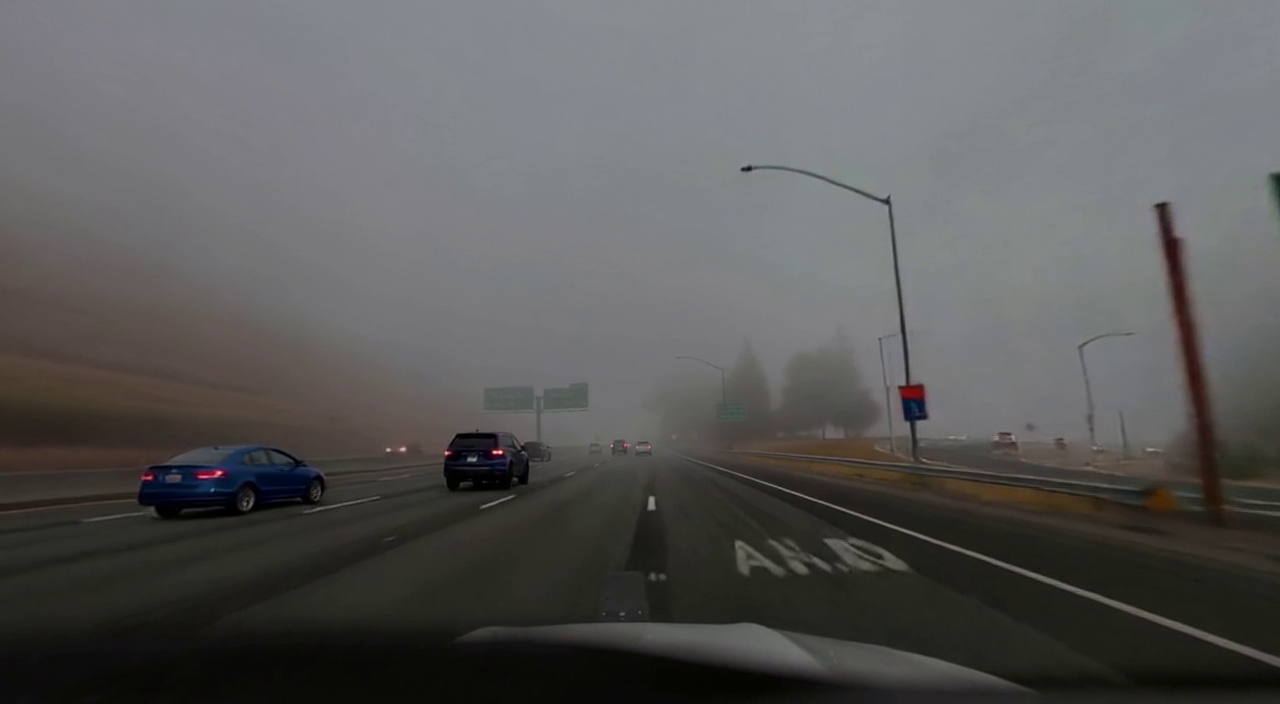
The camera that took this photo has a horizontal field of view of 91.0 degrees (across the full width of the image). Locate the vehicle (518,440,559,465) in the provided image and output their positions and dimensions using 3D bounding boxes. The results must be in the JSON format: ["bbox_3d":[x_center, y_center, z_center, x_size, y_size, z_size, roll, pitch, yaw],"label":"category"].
[{"bbox_3d":[-7.259,7.219,45.312,2.069,1.636,4.483,0,-9,2],"label":"vehicle"}]

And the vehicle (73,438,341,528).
[{"bbox_3d":[-8.522,2.595,13.173,1.984,1.508,4.935,0,-9,2],"label":"vehicle"}]

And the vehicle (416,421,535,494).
[{"bbox_3d":[-4.872,3.222,19.548,2.219,1.947,4.924,0,-9,2],"label":"vehicle"}]
